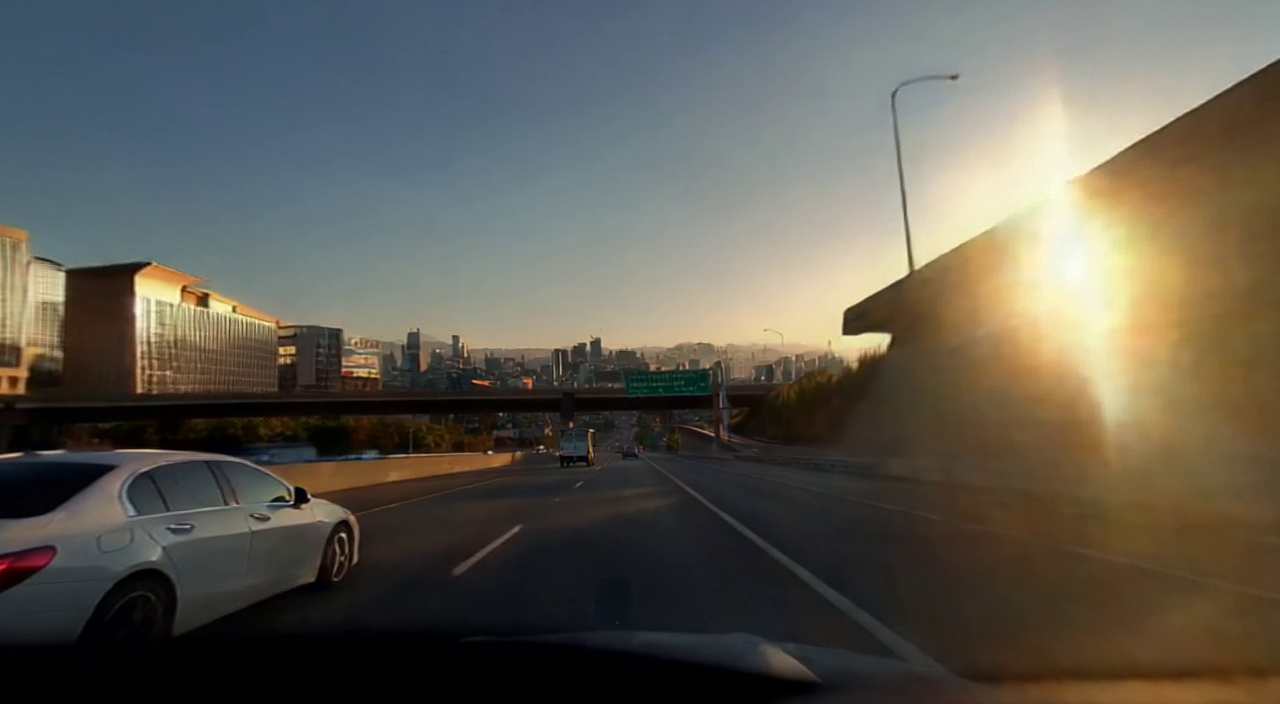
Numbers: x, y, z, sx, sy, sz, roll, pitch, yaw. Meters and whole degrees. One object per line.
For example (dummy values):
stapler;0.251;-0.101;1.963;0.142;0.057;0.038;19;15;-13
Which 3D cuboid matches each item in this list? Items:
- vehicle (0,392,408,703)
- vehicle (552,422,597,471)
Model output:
vehicle;-3.589;1.268;4.669;2.025;1.556;4.594;0;-9;0
vehicle;-4.250;6.317;42.196;2.364;2.953;6.732;0;-9;-1
